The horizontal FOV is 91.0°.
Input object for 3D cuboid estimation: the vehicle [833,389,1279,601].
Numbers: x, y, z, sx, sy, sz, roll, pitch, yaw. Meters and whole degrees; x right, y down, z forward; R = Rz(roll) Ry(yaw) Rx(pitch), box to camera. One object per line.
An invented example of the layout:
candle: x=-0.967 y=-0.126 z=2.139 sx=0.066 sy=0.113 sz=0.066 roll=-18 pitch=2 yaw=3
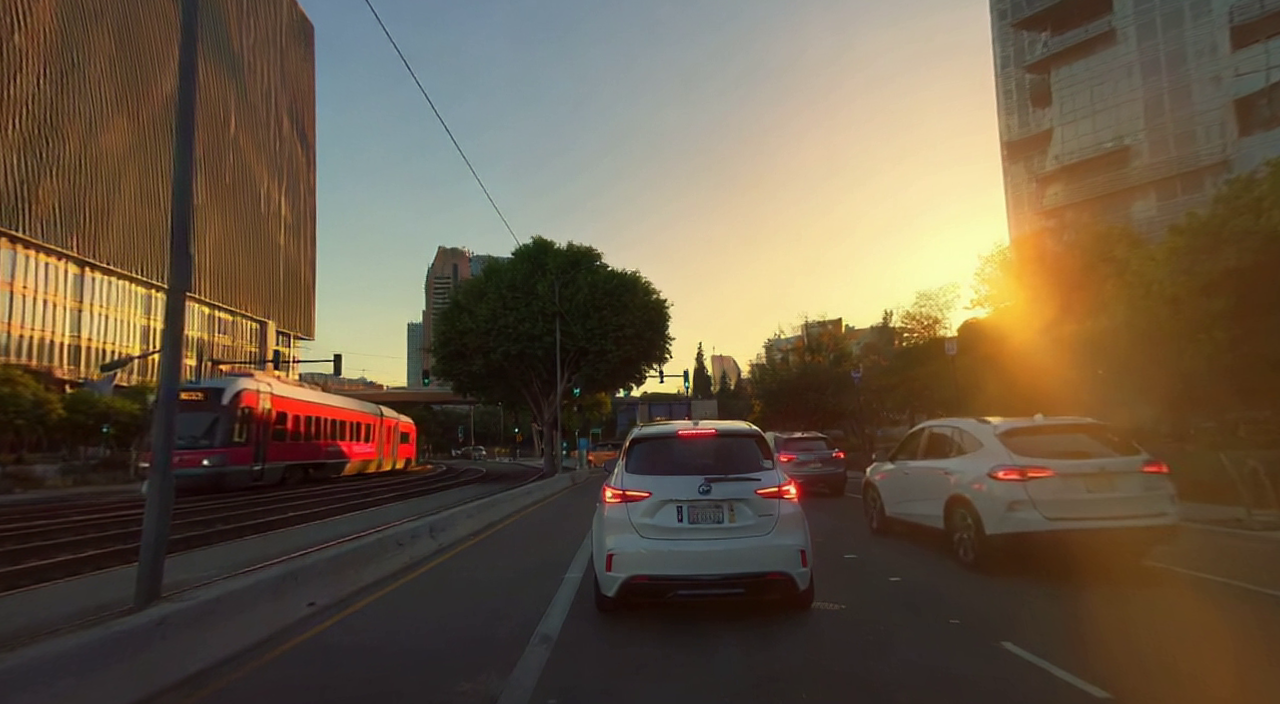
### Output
vehicle: x=4.323 y=1.570 z=7.847 sx=2.165 sy=1.760 sz=5.064 roll=0 pitch=-9 yaw=-1

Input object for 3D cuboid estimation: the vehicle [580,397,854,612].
vehicle: x=0.509 y=1.515 z=7.130 sx=2.190 sy=1.684 sz=4.084 roll=0 pitch=-9 yaw=-3
